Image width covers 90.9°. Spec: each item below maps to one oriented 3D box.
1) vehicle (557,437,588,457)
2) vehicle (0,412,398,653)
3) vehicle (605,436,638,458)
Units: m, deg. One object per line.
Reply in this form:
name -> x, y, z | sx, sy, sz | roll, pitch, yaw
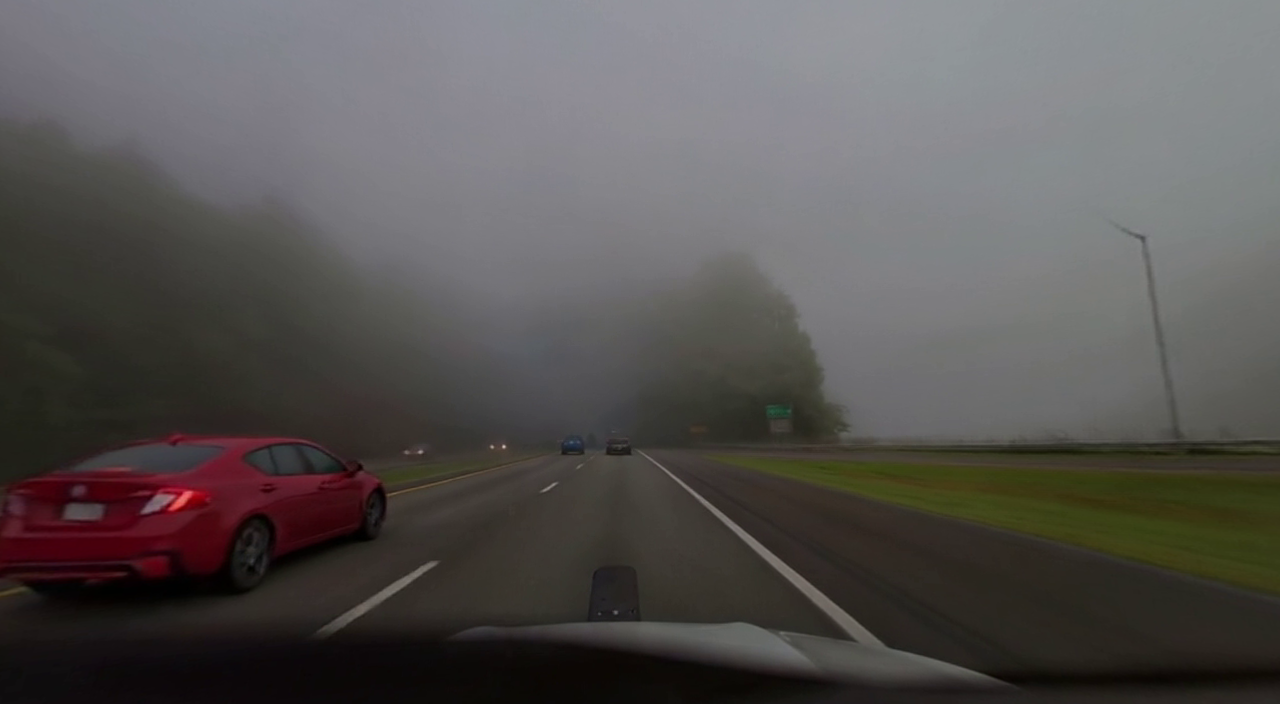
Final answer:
vehicle -> -5.016, 7.092, 47.228 | 1.907, 1.445, 4.049 | 0, -8, -1
vehicle -> -4.092, 1.396, 6.018 | 1.958, 1.477, 4.121 | 0, -8, -1
vehicle -> -1.278, 6.650, 44.167 | 2.162, 1.460, 4.242 | 0, -8, -2
